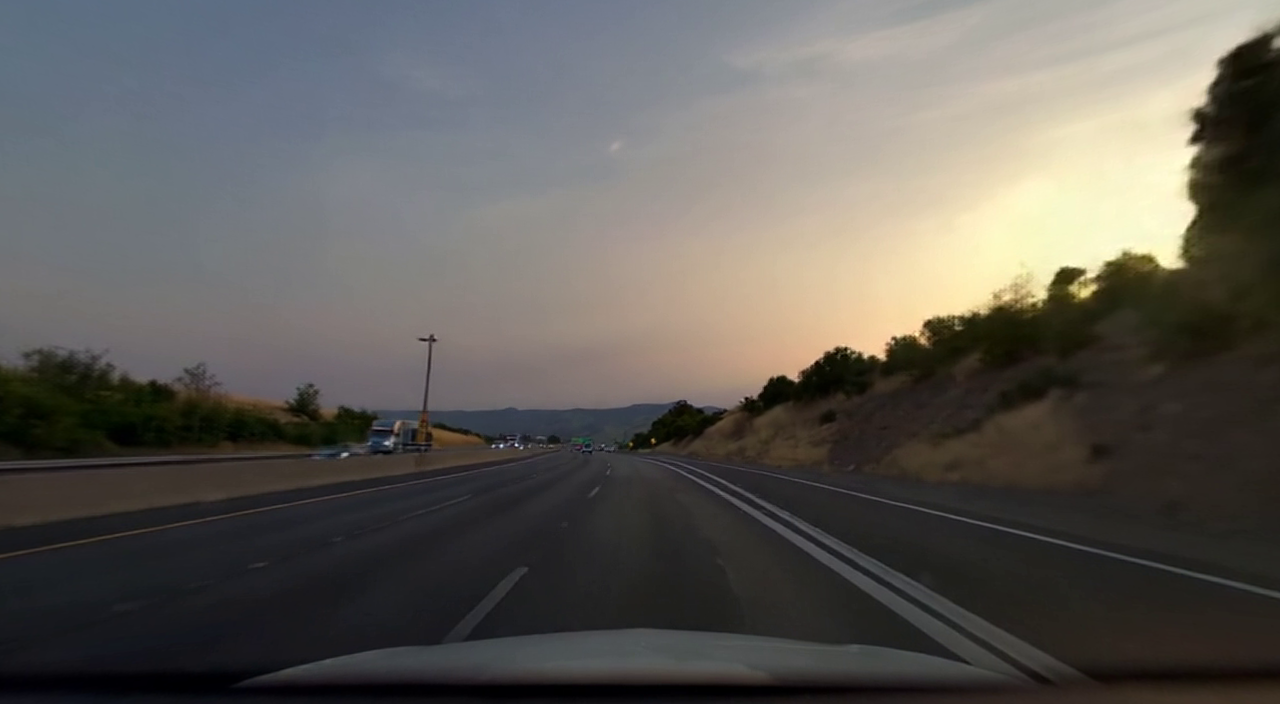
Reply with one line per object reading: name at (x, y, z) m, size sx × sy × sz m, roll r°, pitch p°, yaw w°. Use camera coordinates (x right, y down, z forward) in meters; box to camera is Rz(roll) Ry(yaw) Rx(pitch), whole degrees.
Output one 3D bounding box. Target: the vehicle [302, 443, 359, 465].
vehicle at (-22.720, 7.480, 46.441) m, size 1.905 × 1.477 × 4.669 m, roll 0°, pitch -8°, yaw -1°
